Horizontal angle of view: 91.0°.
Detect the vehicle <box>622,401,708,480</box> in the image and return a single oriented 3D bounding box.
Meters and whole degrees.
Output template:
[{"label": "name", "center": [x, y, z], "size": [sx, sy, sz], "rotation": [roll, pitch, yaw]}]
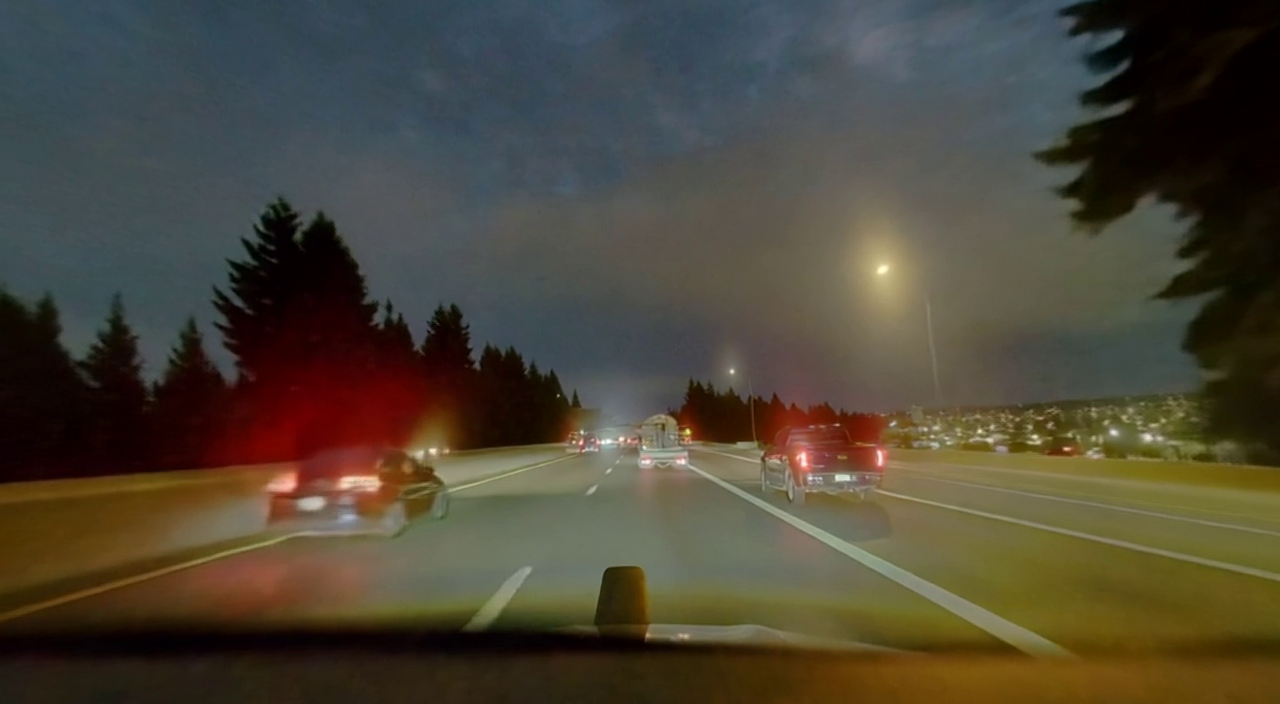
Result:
[{"label": "vehicle", "center": [0.692, 3.209, 22.767], "size": [2.677, 2.439, 6.402], "rotation": [0, -8, -1]}]
